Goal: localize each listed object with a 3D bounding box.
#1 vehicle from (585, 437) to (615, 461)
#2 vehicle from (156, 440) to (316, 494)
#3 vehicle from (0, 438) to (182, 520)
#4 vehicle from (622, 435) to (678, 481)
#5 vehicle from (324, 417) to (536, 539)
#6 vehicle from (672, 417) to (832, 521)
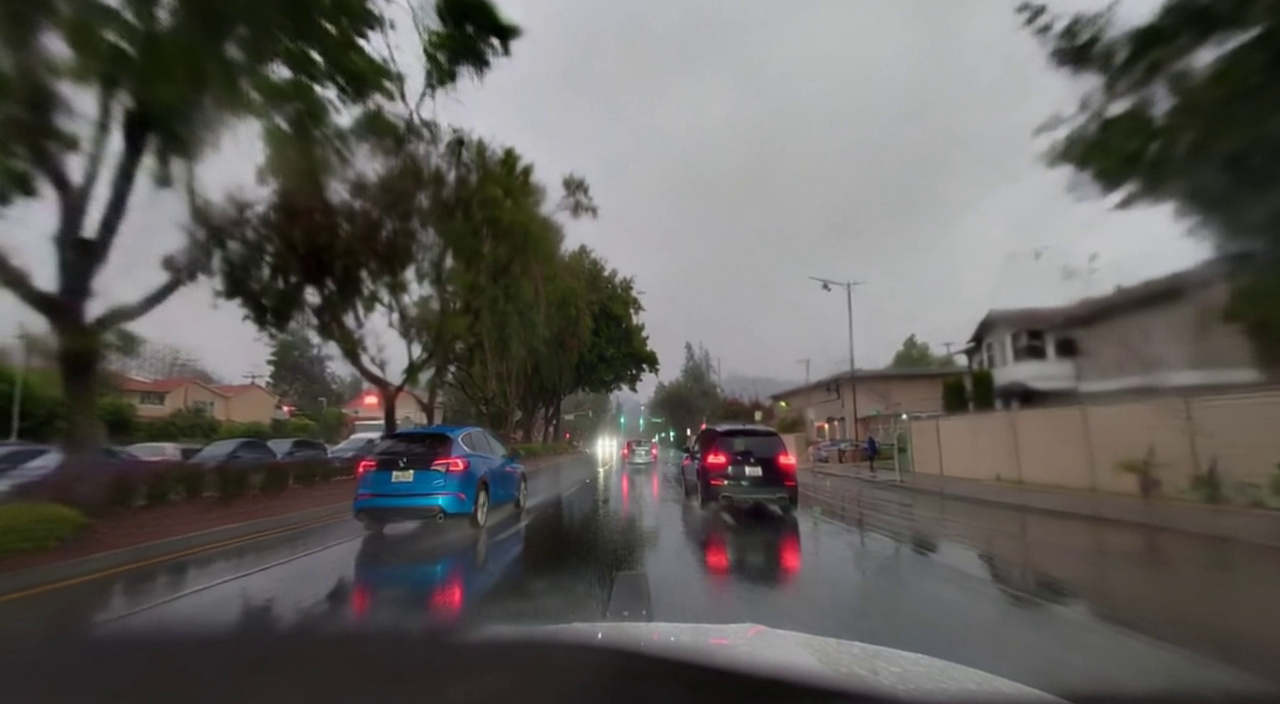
[{"bbox_3d":[-3.068,7.583,49.447,2.014,1.755,4.360,0,-8,1],"label":"vehicle"},{"bbox_3d":[-12.393,3.536,19.777,1.833,1.469,4.650,0,-8,2],"label":"vehicle"},{"bbox_3d":[-12.365,2.585,13.393,1.849,1.452,4.423,0,-8,1],"label":"vehicle"},{"bbox_3d":[0.345,3.945,23.756,1.922,1.579,3.642,0,-8,0],"label":"vehicle"},{"bbox_3d":[-3.349,2.117,11.248,2.043,1.687,4.676,0,-8,2],"label":"vehicle"},{"bbox_3d":[2.028,2.324,13.024,2.280,1.747,4.361,1,-9,-3],"label":"vehicle"}]
